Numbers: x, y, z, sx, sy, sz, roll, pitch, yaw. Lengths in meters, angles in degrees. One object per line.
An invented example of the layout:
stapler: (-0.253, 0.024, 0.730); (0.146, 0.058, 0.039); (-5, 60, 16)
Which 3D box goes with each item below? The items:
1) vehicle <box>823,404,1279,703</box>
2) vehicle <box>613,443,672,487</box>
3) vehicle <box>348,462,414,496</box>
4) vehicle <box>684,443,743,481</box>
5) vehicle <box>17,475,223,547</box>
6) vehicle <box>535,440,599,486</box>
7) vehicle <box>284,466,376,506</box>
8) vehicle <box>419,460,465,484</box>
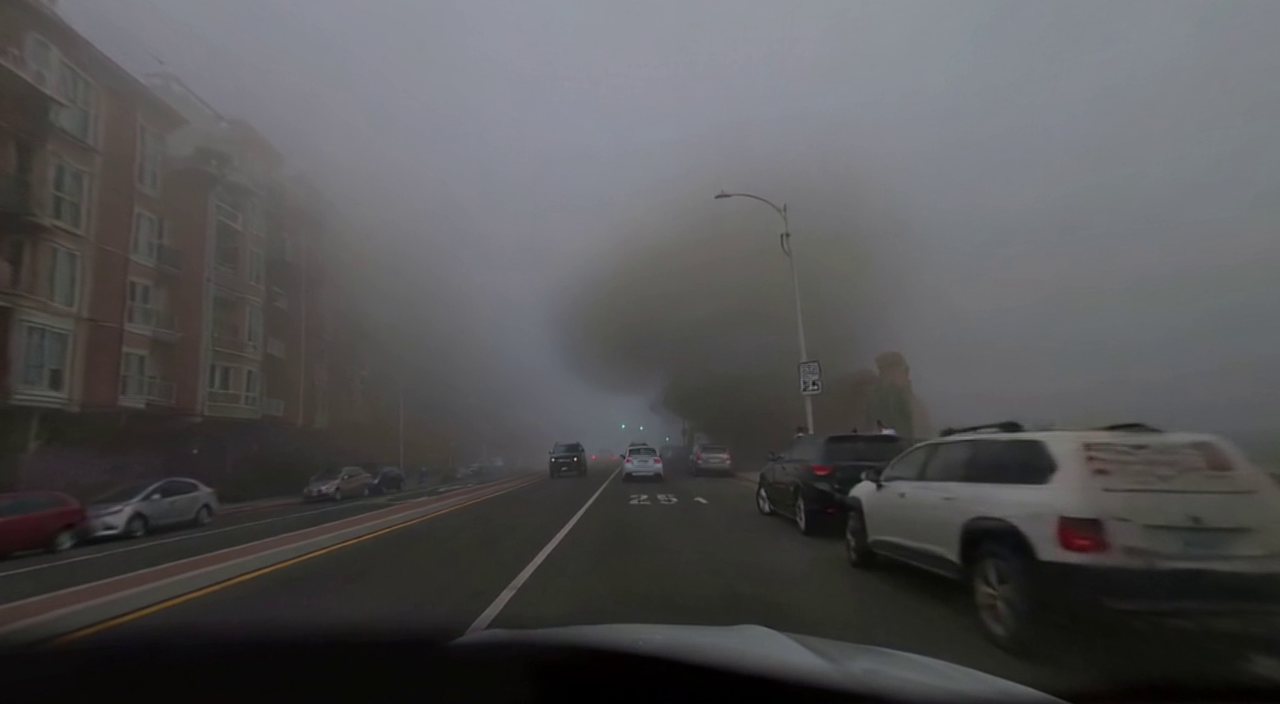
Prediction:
vehicle: (3.108, 1.384, 5.423); (1.828, 1.565, 4.392); (0, -9, 1)
vehicle: (0.102, 4.226, 23.844); (2.026, 1.496, 3.701); (0, -9, 0)
vehicle: (-13.672, 6.694, 33.600); (1.839, 1.594, 4.055); (0, -9, -1)
vehicle: (3.179, 4.883, 28.414); (2.077, 1.532, 4.694); (0, -9, 0)
vehicle: (-13.689, 4.177, 17.054); (1.837, 1.470, 4.263); (0, -9, 1)
vehicle: (-2.915, 4.559, 26.238); (2.065, 1.705, 4.353); (0, -9, 1)
vehicle: (-13.715, 5.926, 28.278); (1.907, 1.480, 4.498); (0, -9, -1)
vehicle: (-13.735, 8.327, 44.021); (1.844, 1.499, 4.421); (0, -9, -1)
